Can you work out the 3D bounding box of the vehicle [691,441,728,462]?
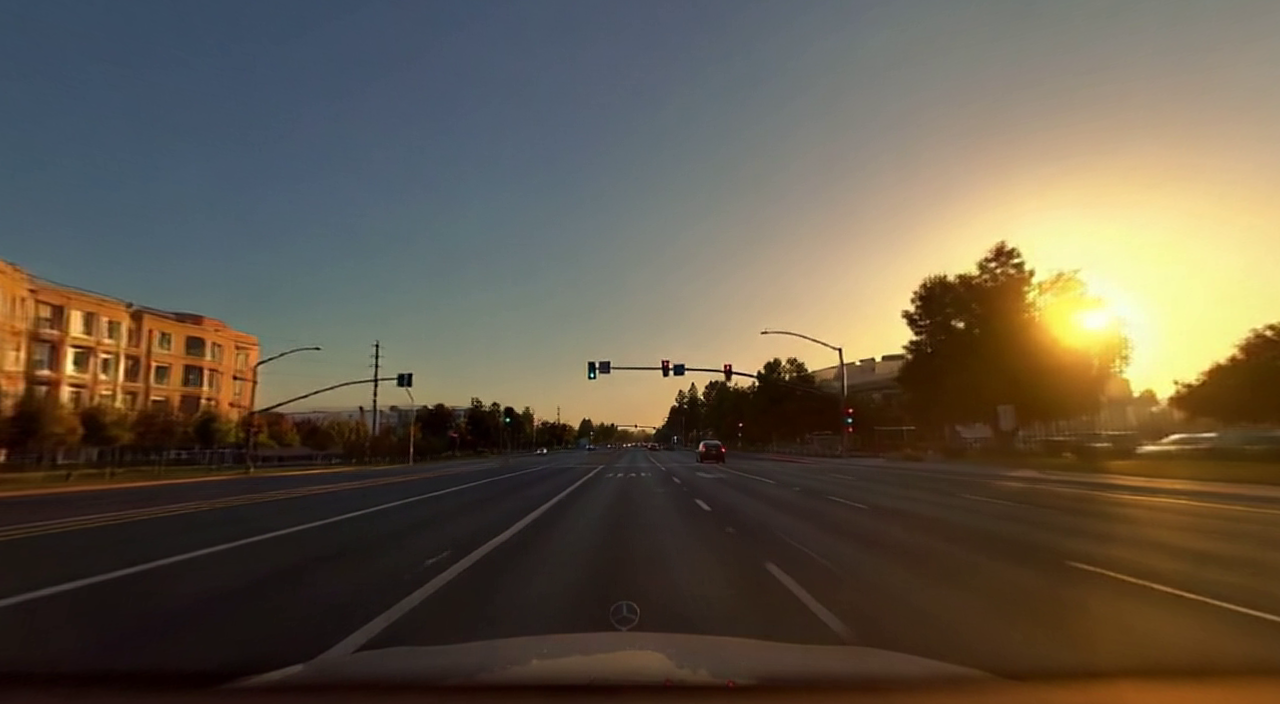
[{"bbox_3d":[5.173,7.490,47.682,2.187,1.475,4.529,0,-9,-1],"label":"vehicle"}]
